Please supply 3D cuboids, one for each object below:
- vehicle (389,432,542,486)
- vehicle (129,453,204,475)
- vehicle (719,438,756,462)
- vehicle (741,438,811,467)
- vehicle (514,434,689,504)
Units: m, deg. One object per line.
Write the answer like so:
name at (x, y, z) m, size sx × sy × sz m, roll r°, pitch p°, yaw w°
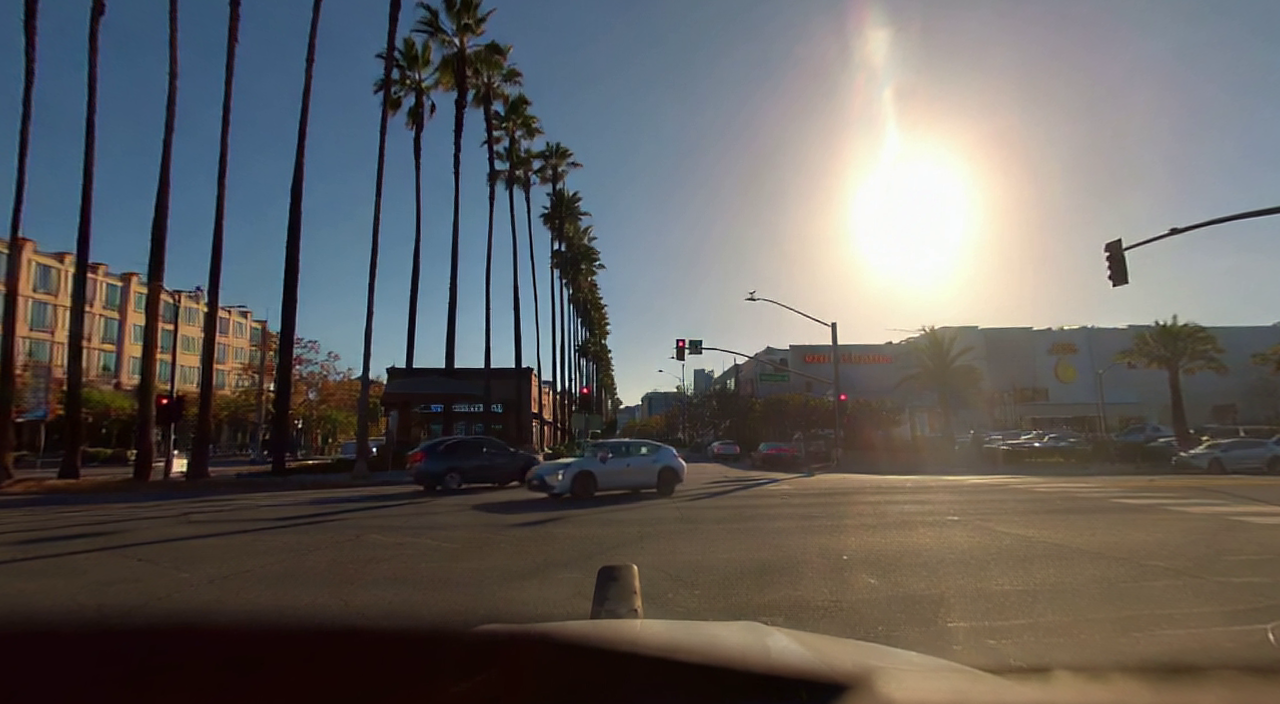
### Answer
vehicle at (-5.903, 3.629, 21.611) m, size 4.603 × 1.653 × 1.999 m, roll 6°, pitch -11°, yaw -37°
vehicle at (-37.204, 8.802, 49.607) m, size 2.160 × 1.565 × 4.868 m, roll 0°, pitch -8°, yaw -1°
vehicle at (7.140, 7.235, 46.612) m, size 1.867 × 1.653 × 4.596 m, roll 0°, pitch -9°, yaw -2°
vehicle at (7.639, 5.700, 35.800) m, size 1.890 × 1.572 × 3.826 m, roll 4°, pitch -9°, yaw -26°
vehicle at (-0.895, 2.861, 15.833) m, size 4.035 × 1.512 × 1.828 m, roll 7°, pitch -11°, yaw -38°
